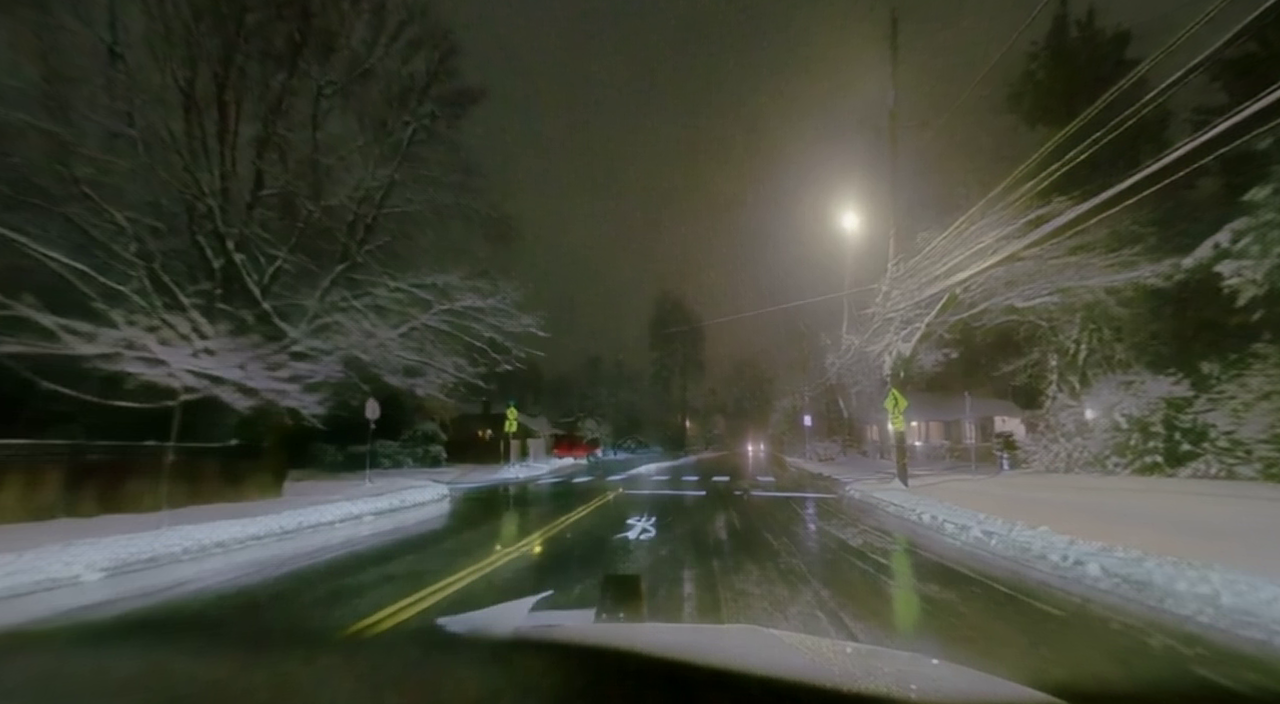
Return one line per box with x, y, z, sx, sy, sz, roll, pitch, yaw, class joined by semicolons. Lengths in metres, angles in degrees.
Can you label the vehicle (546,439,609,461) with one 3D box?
-4.772;7.486;48.300;4.377;1.596;1.836;-3;-9;19;vehicle
